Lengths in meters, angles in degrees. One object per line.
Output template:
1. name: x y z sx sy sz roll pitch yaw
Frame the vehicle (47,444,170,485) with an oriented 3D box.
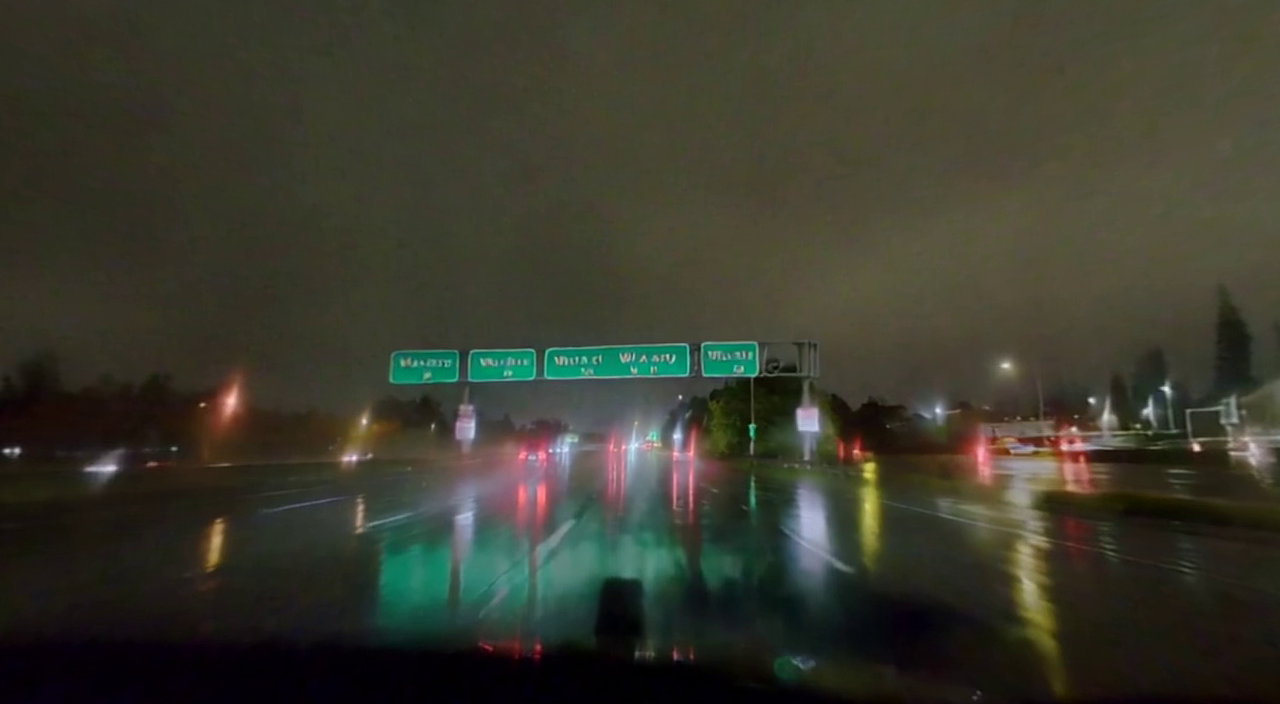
1. vehicle: -20.391 4.313 24.375 1.597 1.447 3.602 0 -9 0
